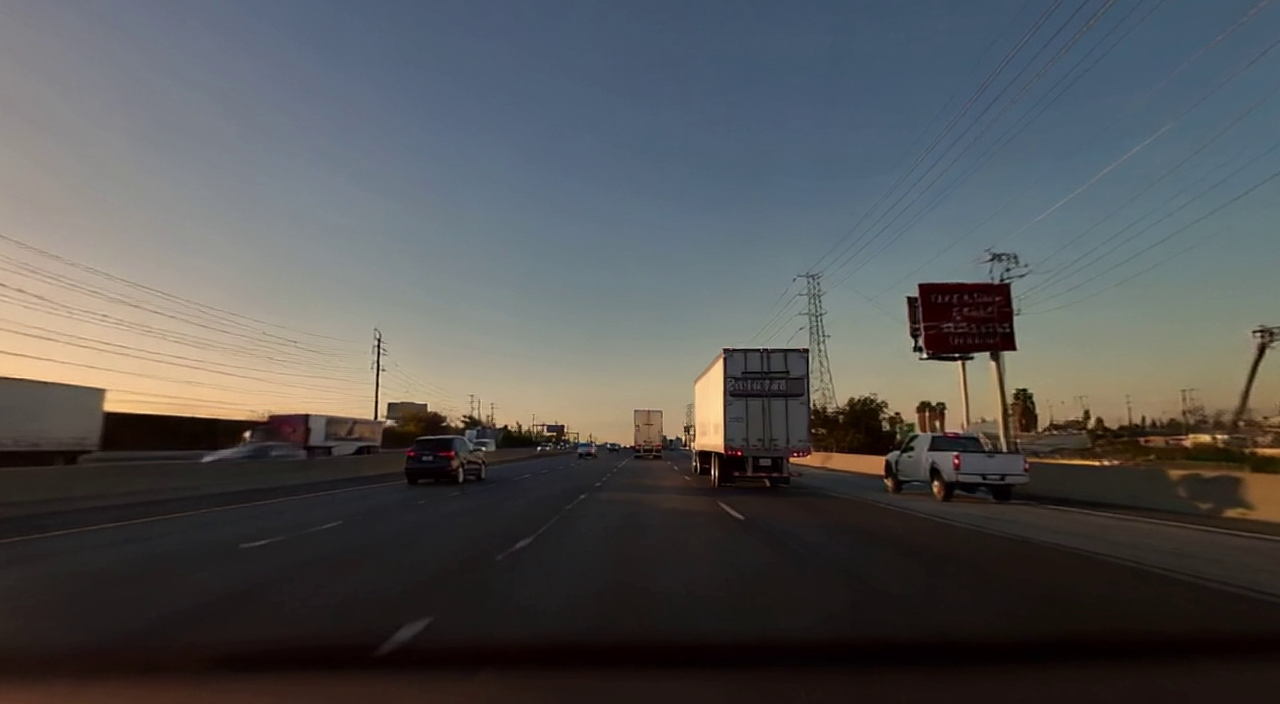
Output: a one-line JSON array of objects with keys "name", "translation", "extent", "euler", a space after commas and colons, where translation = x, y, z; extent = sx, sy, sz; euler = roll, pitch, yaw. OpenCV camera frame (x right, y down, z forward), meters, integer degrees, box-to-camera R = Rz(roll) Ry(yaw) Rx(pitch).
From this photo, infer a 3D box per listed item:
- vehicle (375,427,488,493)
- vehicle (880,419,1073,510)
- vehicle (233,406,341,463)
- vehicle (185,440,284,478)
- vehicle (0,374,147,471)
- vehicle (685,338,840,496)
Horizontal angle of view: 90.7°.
[{"name": "vehicle", "translation": [-6.551, 3.457, 20.535], "extent": [2.004, 1.846, 4.739], "euler": [0, -9, 0]}, {"name": "vehicle", "translation": [7.829, 2.665, 15.400], "extent": [2.115, 1.844, 4.522], "euler": [0, -9, -1]}, {"name": "vehicle", "translation": [-27.070, 6.519, 49.246], "extent": [2.998, 3.998, 8.850], "euler": [0, -9, 2]}, {"name": "vehicle", "translation": [-16.346, 4.315, 25.717], "extent": [1.574, 1.415, 3.508], "euler": [0, -9, 1]}, {"name": "vehicle", "translation": [-28.285, 2.857, 25.786], "extent": [2.860, 4.013, 16.437], "euler": [0, -9, 1]}, {"name": "vehicle", "translation": [3.785, 2.916, 24.851], "extent": [2.892, 4.152, 16.575], "euler": [0, -9, 0]}]
